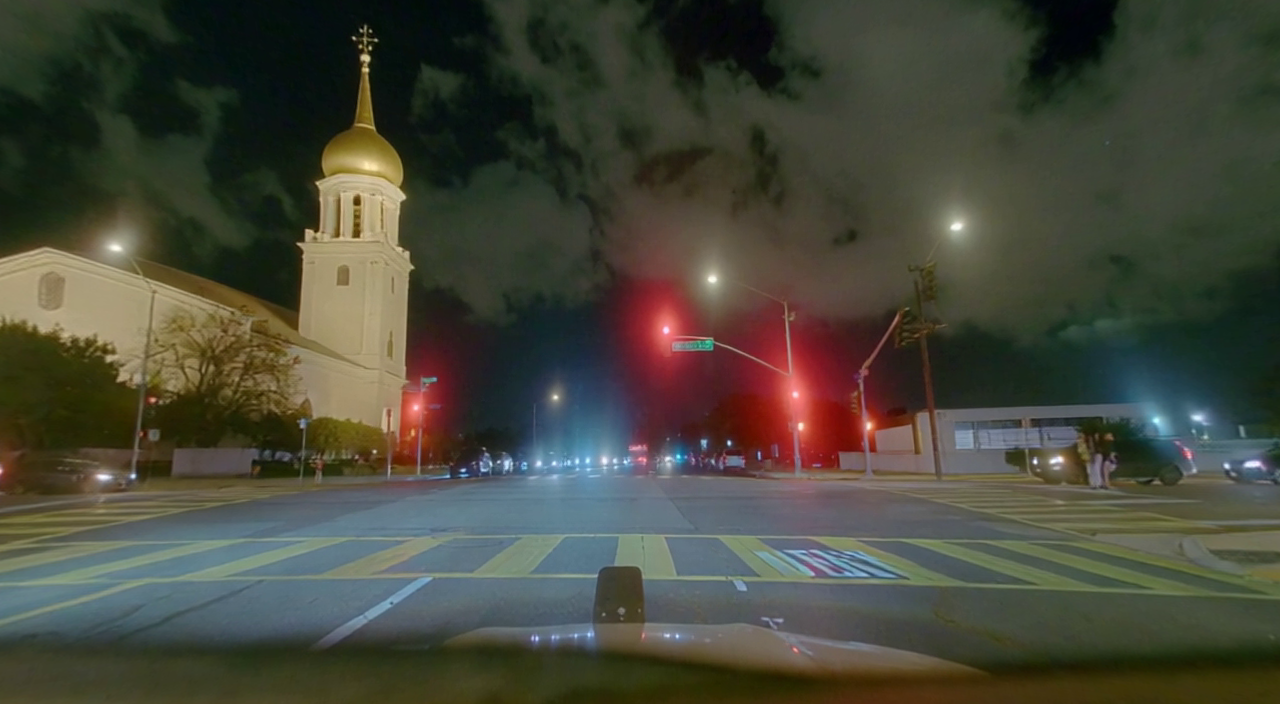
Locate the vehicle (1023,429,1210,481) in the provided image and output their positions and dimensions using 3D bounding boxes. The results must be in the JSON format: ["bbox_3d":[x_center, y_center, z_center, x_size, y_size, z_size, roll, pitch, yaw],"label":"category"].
[{"bbox_3d":[19.848,4.304,26.580,5.852,2.057,2.361,0,-8,0],"label":"vehicle"}]

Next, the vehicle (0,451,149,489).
[{"bbox_3d":[-23.378,4.862,26.203,4.479,1.476,1.873,0,-8,1],"label":"vehicle"}]

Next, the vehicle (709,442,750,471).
[{"bbox_3d":[5.799,6.860,41.511,1.969,1.776,4.329,0,-8,-2],"label":"vehicle"}]

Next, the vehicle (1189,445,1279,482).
[{"bbox_3d":[26.359,4.679,26.688,4.561,1.475,1.850,0,-8,0],"label":"vehicle"}]

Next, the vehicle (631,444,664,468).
[{"bbox_3d":[0.641,7.970,48.742,2.051,1.724,4.567,-1,-9,6],"label":"vehicle"}]

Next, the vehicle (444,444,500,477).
[{"bbox_3d":[-10.260,6.609,38.940,2.076,1.876,4.669,0,-8,1],"label":"vehicle"}]
